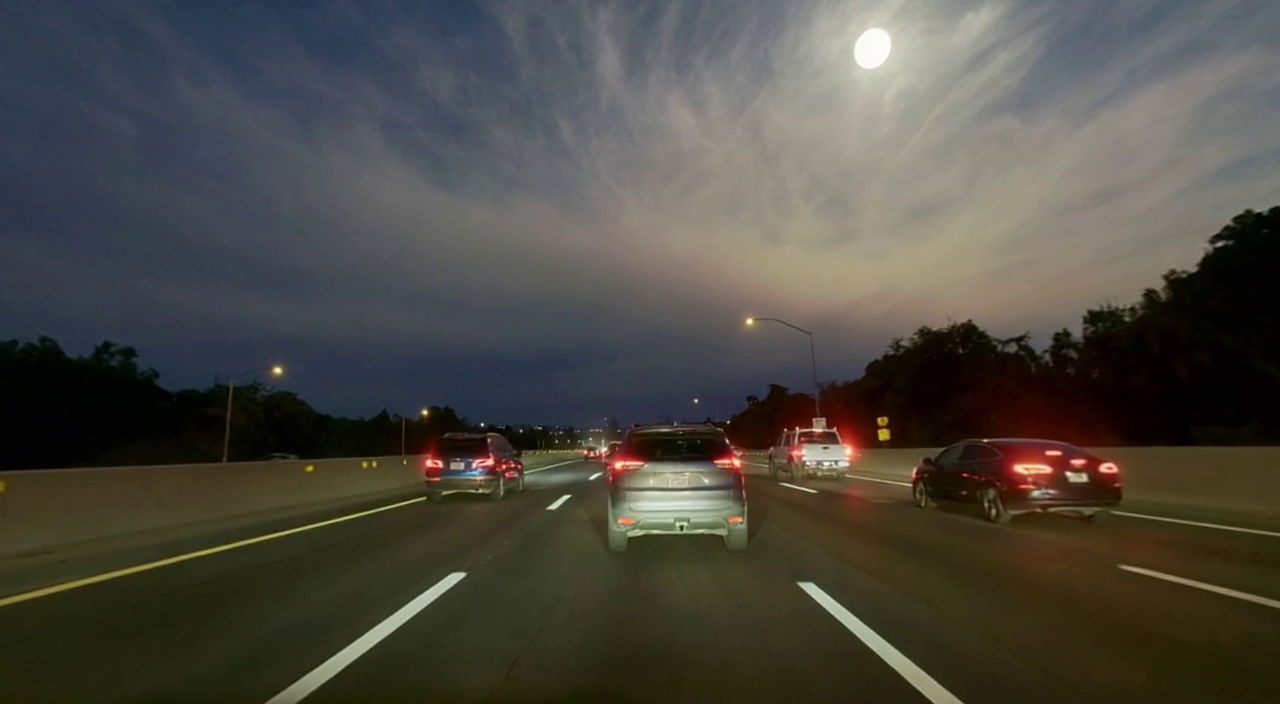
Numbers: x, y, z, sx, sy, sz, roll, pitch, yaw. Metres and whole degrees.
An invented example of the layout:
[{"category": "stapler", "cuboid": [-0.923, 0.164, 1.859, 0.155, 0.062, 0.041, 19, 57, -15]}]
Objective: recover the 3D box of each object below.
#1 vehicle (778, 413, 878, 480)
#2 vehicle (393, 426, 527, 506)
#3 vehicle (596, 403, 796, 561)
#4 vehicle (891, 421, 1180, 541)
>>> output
[{"category": "vehicle", "cuboid": [7.726, 4.017, 26.671, 2.390, 2.503, 5.788, 0, -9, 0]}, {"category": "vehicle", "cuboid": [-4.380, 2.866, 16.225, 2.047, 1.755, 4.638, 0, -9, 0]}, {"category": "vehicle", "cuboid": [0.498, 1.756, 9.095, 2.230, 1.740, 3.976, 1, -9, -4]}, {"category": "vehicle", "cuboid": [6.402, 2.130, 11.004, 1.972, 1.647, 4.429, 1, -9, -3]}]
